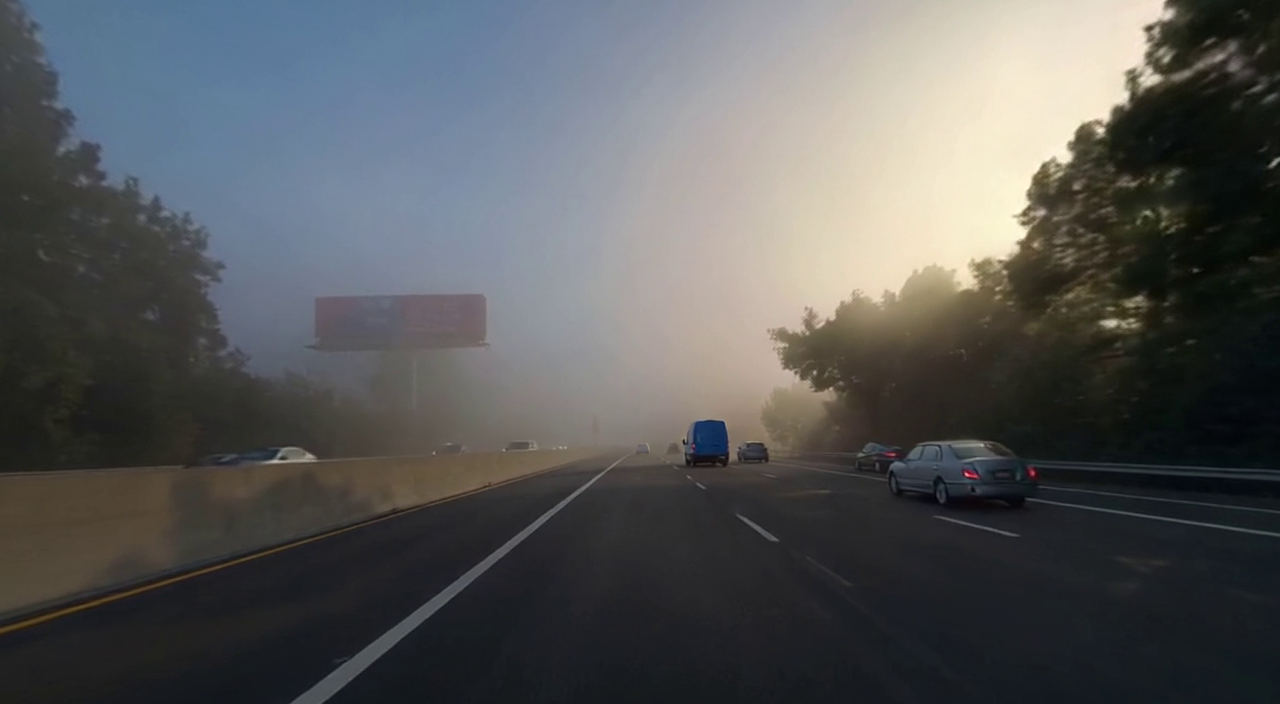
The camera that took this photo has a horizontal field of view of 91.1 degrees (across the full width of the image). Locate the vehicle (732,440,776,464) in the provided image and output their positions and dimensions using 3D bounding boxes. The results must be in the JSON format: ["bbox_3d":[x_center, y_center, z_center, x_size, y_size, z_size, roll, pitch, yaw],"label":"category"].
[{"bbox_3d":[7.445,6.587,41.451,2.099,1.510,3.784,0,-8,-1],"label":"vehicle"}]

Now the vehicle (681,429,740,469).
[{"bbox_3d":[3.899,5.495,35.825,2.546,2.087,5.404,0,-8,-2],"label":"vehicle"}]

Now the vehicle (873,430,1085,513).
[{"bbox_3d":[7.215,2.582,14.138,2.003,1.517,4.936,0,-8,0],"label":"vehicle"}]

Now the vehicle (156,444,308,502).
[{"bbox_3d":[-13.975,4.112,21.932,2.213,1.636,4.641,-4,-8,0],"label":"vehicle"}]
